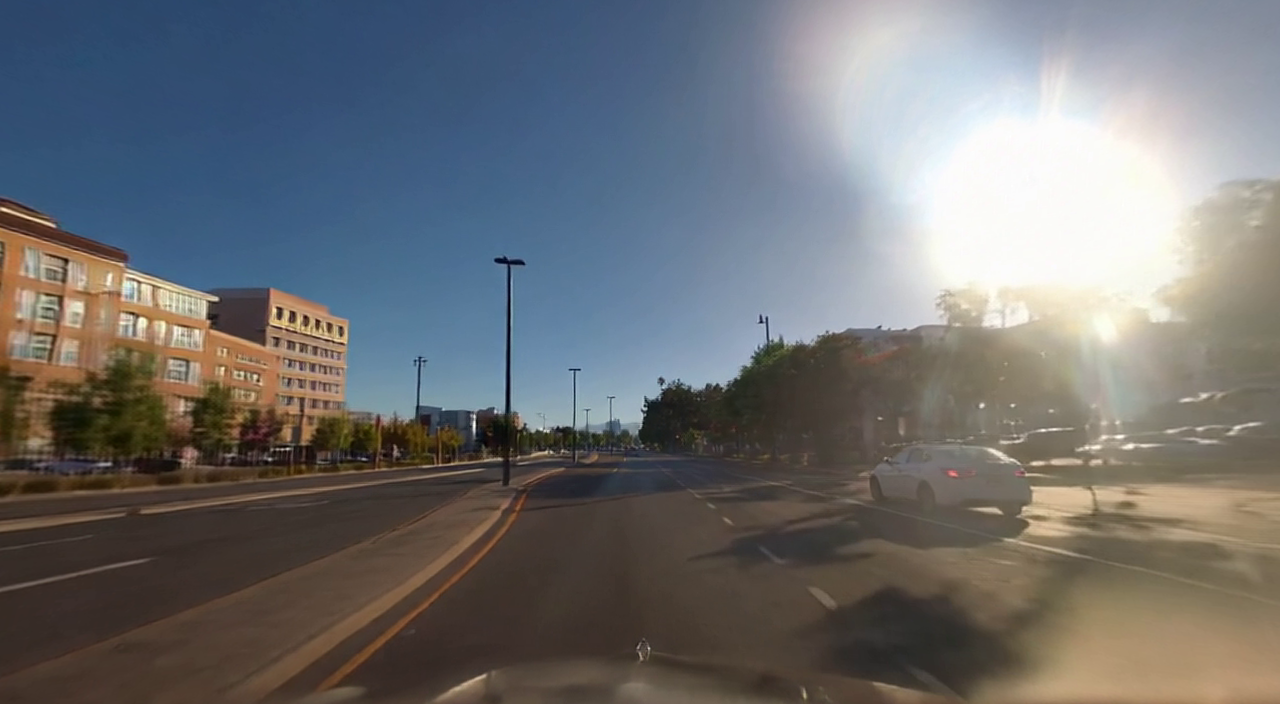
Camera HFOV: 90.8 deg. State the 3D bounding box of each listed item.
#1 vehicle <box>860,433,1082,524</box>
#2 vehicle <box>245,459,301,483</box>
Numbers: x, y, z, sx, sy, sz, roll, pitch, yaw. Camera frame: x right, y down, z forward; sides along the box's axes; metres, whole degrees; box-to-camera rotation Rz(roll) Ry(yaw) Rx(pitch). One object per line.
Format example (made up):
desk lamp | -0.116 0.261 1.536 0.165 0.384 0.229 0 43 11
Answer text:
vehicle | 6.395 2.484 13.026 1.913 1.504 4.738 0 -9 -1
vehicle | -27.666 8.917 47.545 4.967 1.587 2.096 -8 -11 41
